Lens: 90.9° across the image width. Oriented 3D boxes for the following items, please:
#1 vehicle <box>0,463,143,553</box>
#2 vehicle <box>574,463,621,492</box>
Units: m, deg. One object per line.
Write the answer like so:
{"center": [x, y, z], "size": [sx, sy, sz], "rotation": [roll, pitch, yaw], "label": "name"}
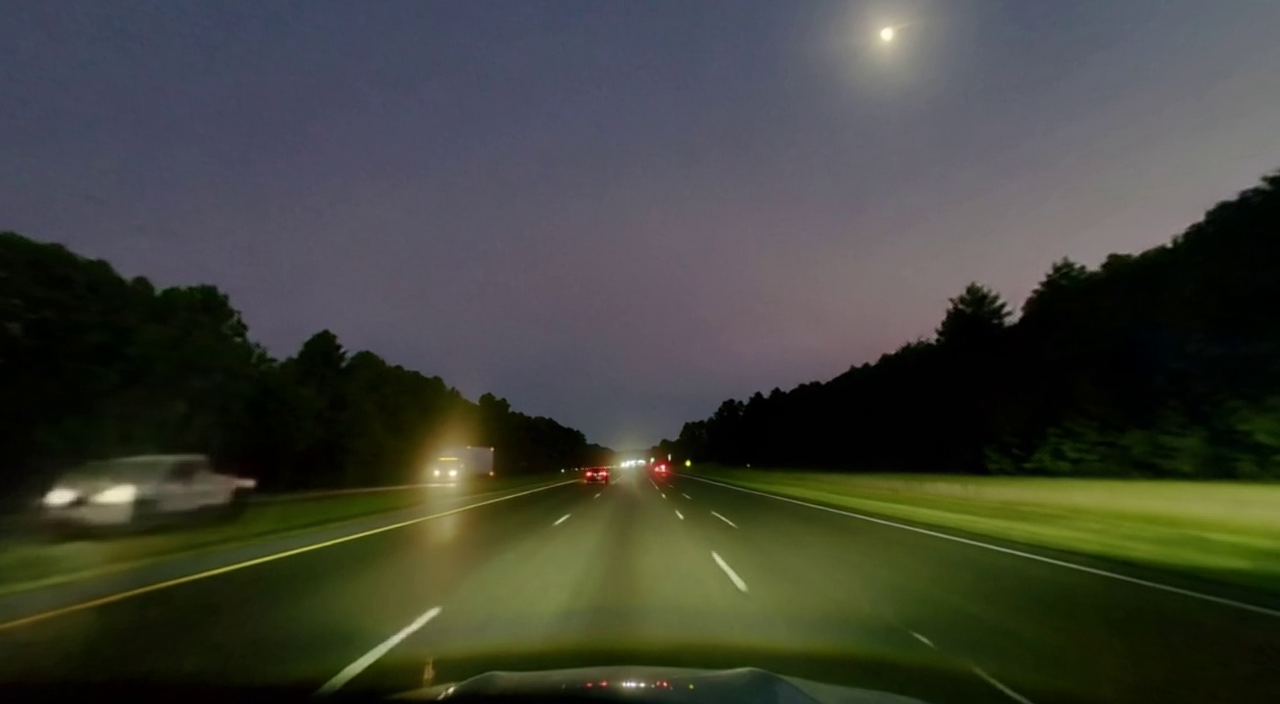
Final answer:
{"center": [-12.111, 2.929, 12.094], "size": [1.834, 1.541, 3.969], "rotation": [1, -10, -1], "label": "vehicle"}
{"center": [-2.228, 6.813, 34.396], "size": [2.183, 1.435, 4.653], "rotation": [1, -10, 1], "label": "vehicle"}
